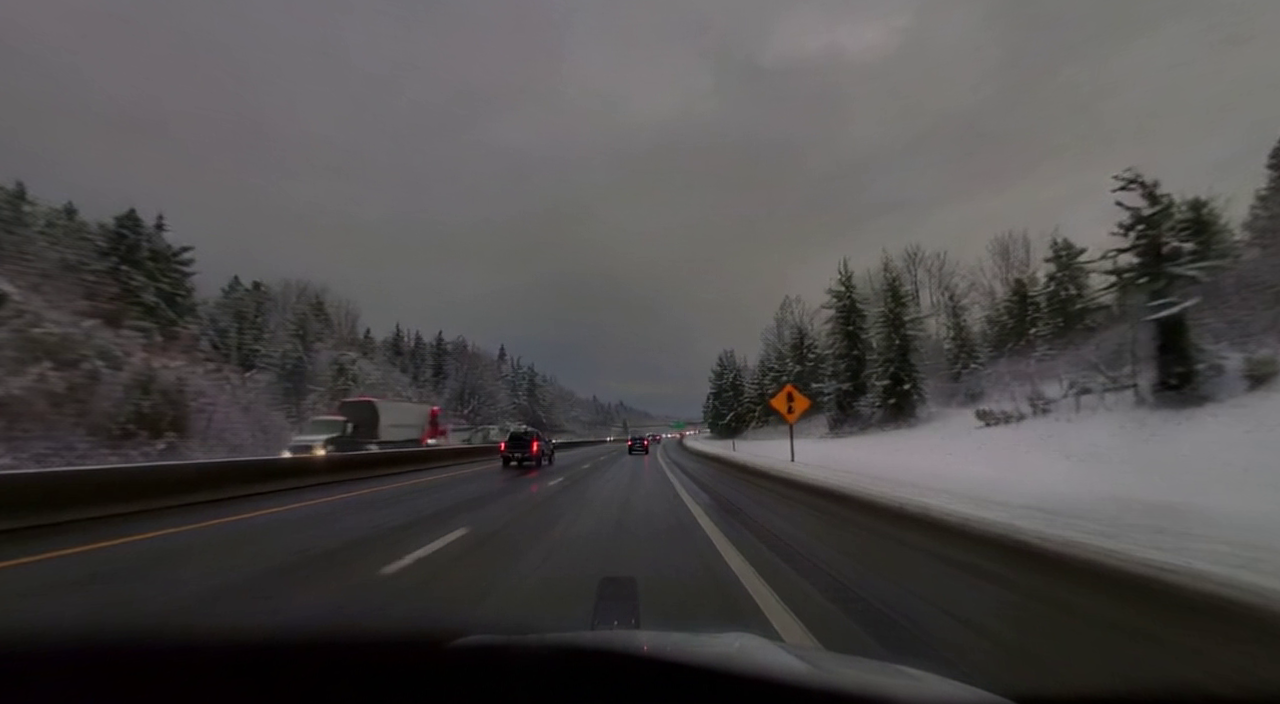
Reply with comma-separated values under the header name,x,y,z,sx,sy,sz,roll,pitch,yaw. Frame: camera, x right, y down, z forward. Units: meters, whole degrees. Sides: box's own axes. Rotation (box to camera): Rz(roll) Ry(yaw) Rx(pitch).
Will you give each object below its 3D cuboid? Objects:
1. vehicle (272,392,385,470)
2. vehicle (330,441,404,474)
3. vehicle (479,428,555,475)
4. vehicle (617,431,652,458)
name,x,y,z,sx,sy,sz,roll,pitch,yaw
vehicle,-17.399,4.509,35.685,3.120,3.985,5.992,-1,-8,1
vehicle,-13.107,5.065,30.491,1.838,1.423,3.884,-1,-8,1
vehicle,-4.741,3.908,24.886,2.075,1.653,4.317,-1,-8,1
vehicle,-0.338,5.993,40.767,2.146,1.636,4.026,0,-8,-1
